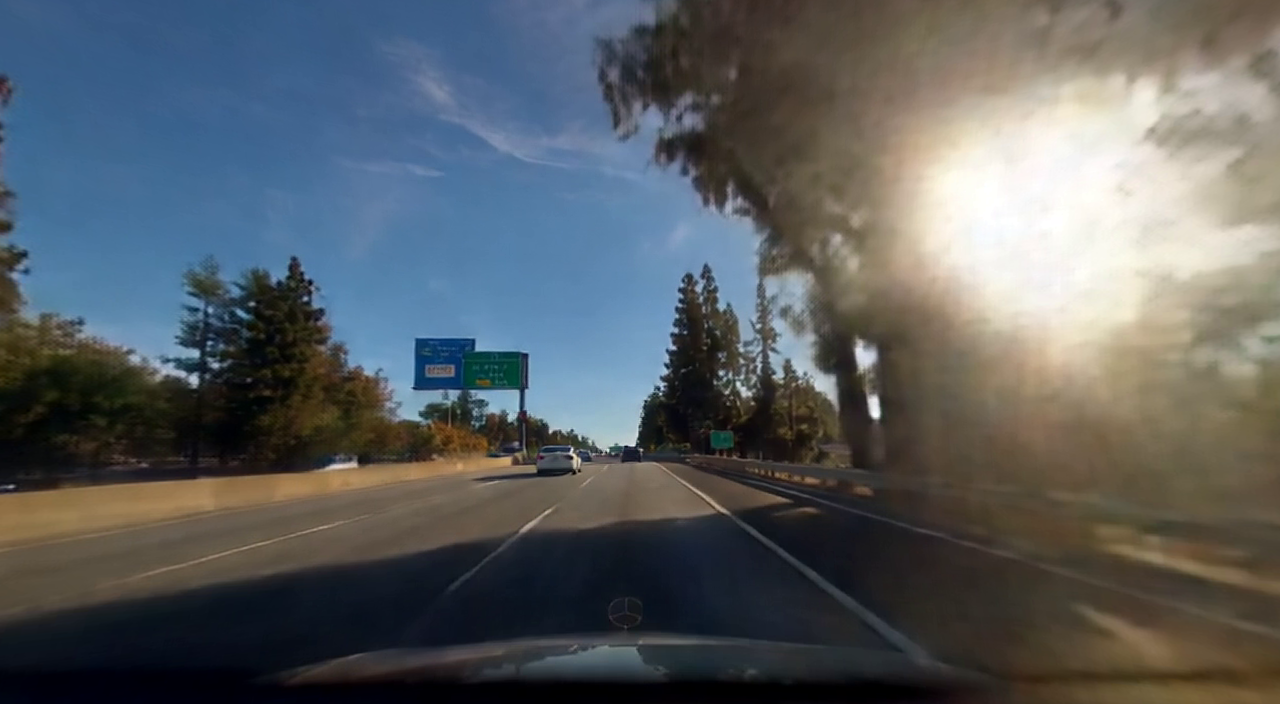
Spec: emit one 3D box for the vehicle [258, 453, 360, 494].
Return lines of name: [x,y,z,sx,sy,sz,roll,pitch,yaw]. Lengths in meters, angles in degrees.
vehicle: [-13.550,4.958,26.132,1.939,1.475,4.365,0,-8,-1]

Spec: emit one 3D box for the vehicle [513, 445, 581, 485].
vehicle: [-3.744,4.625,26.261,2.067,1.509,4.551,0,-8,1]

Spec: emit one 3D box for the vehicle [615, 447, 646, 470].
vehicle: [-0.711,7.537,44.809,2.100,1.471,3.956,0,-8,-1]
